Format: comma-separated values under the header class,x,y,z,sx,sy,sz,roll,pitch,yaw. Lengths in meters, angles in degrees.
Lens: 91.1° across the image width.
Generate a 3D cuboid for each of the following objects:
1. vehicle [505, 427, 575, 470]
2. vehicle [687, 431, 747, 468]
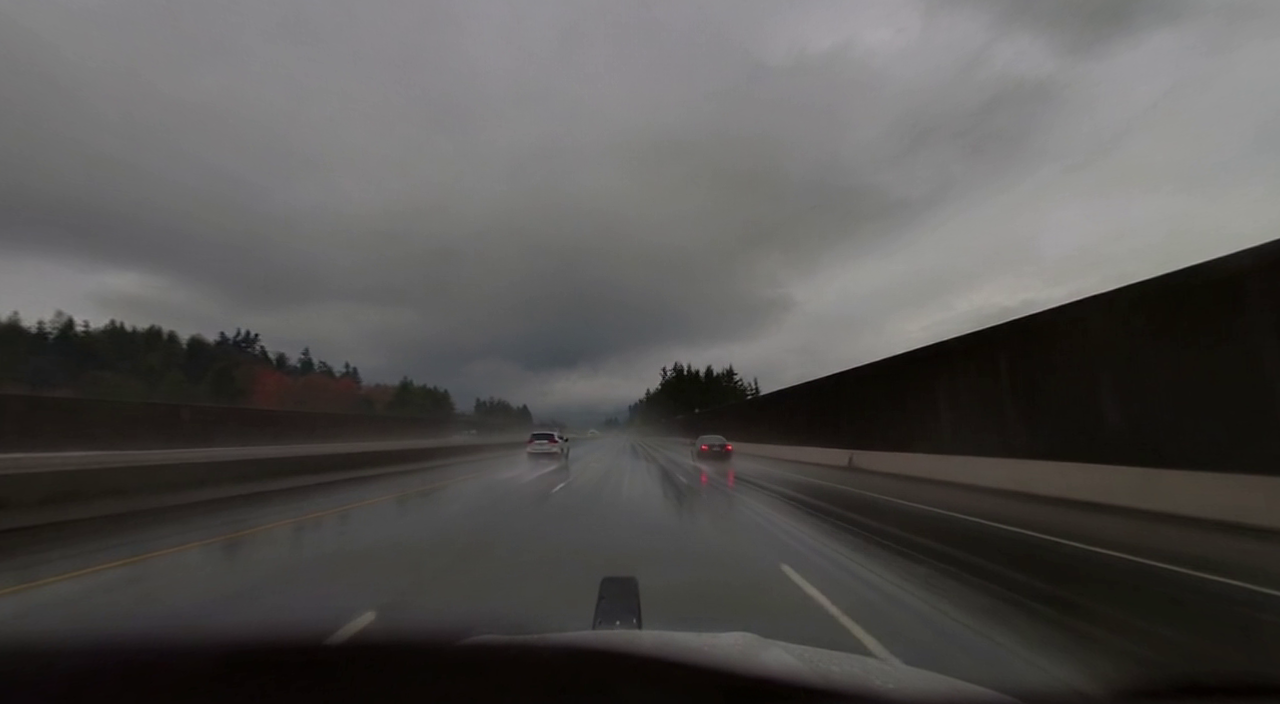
class,x,y,z,sx,sy,sz,roll,pitch,yaw
vehicle,-4.065,3.985,26.263,2.219,1.660,4.153,0,-8,0
vehicle,3.410,4.409,28.807,2.077,1.523,4.539,0,-8,-1
